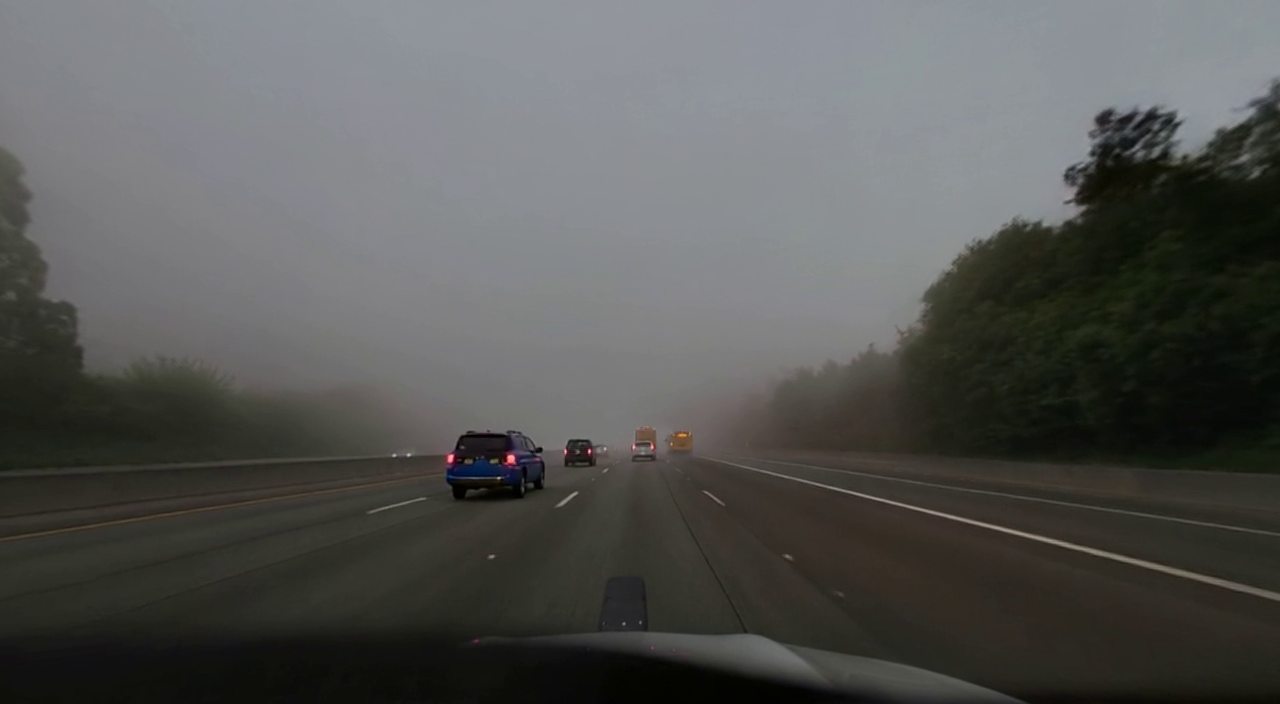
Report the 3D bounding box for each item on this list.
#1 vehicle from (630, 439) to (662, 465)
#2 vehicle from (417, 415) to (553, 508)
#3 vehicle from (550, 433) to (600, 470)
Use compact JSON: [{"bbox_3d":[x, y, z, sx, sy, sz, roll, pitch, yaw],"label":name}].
[{"bbox_3d":[0.392,6.710,42.286,2.042,1.632,3.654,0,-9,0],"label":"vehicle"},{"bbox_3d":[-3.494,2.590,15.218,2.016,1.898,4.458,0,-9,1],"label":"vehicle"},{"bbox_3d":[-3.340,5.286,33.559,2.155,1.843,4.567,0,-9,0],"label":"vehicle"}]
